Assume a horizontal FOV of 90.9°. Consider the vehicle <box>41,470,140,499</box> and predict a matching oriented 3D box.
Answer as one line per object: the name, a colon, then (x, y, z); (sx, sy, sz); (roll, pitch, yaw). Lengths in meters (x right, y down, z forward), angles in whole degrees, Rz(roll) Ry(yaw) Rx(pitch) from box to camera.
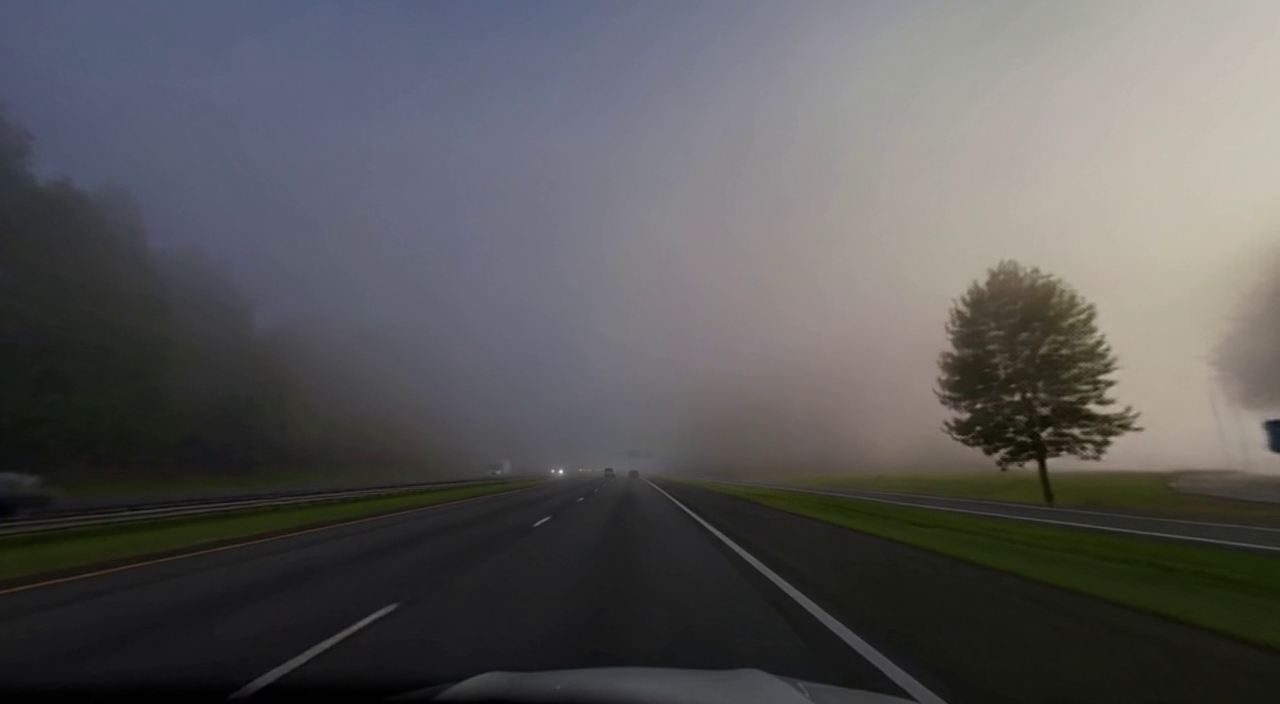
vehicle: (-30.237, 7.291, 34.864); (1.700, 1.420, 4.152); (1, -11, 0)
